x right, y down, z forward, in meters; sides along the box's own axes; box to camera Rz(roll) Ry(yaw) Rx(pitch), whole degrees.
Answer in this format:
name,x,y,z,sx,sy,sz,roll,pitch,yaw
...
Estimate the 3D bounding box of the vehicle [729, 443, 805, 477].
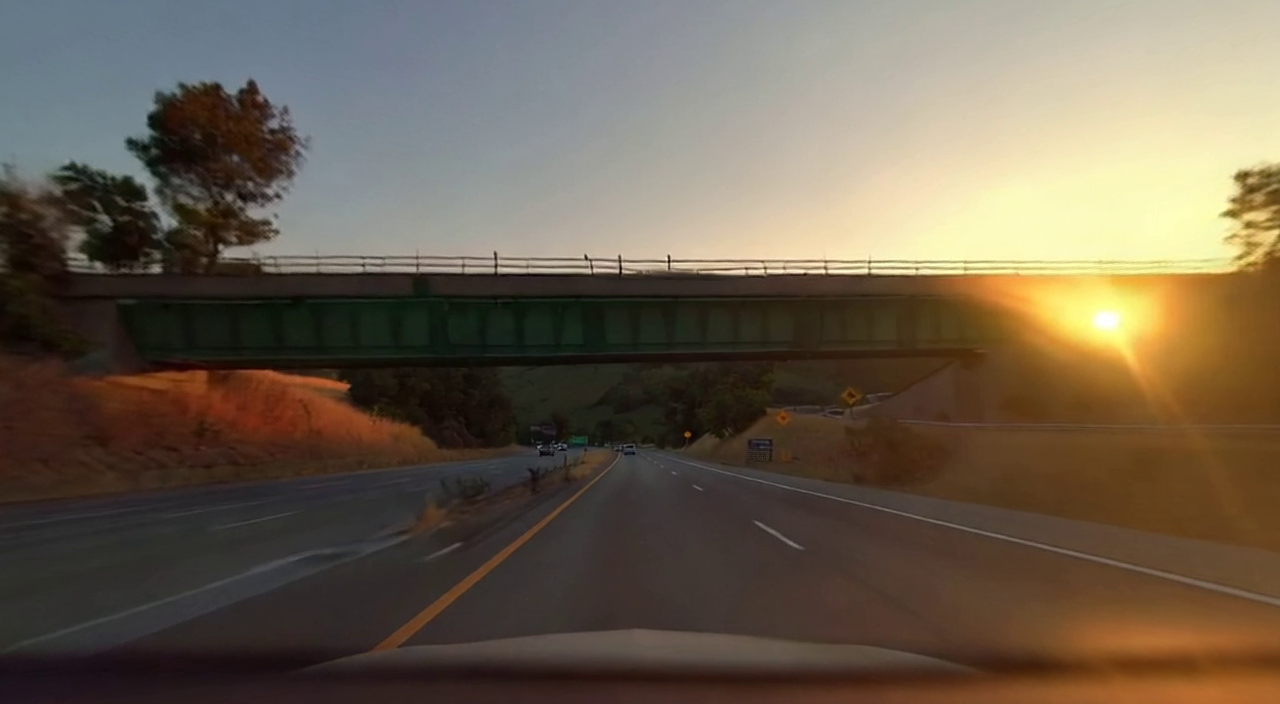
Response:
name,x,y,z,sx,sy,sz,roll,pitch,yaw
vehicle,6.828,5.914,34.963,2.406,1.702,6.765,1,-9,-4
